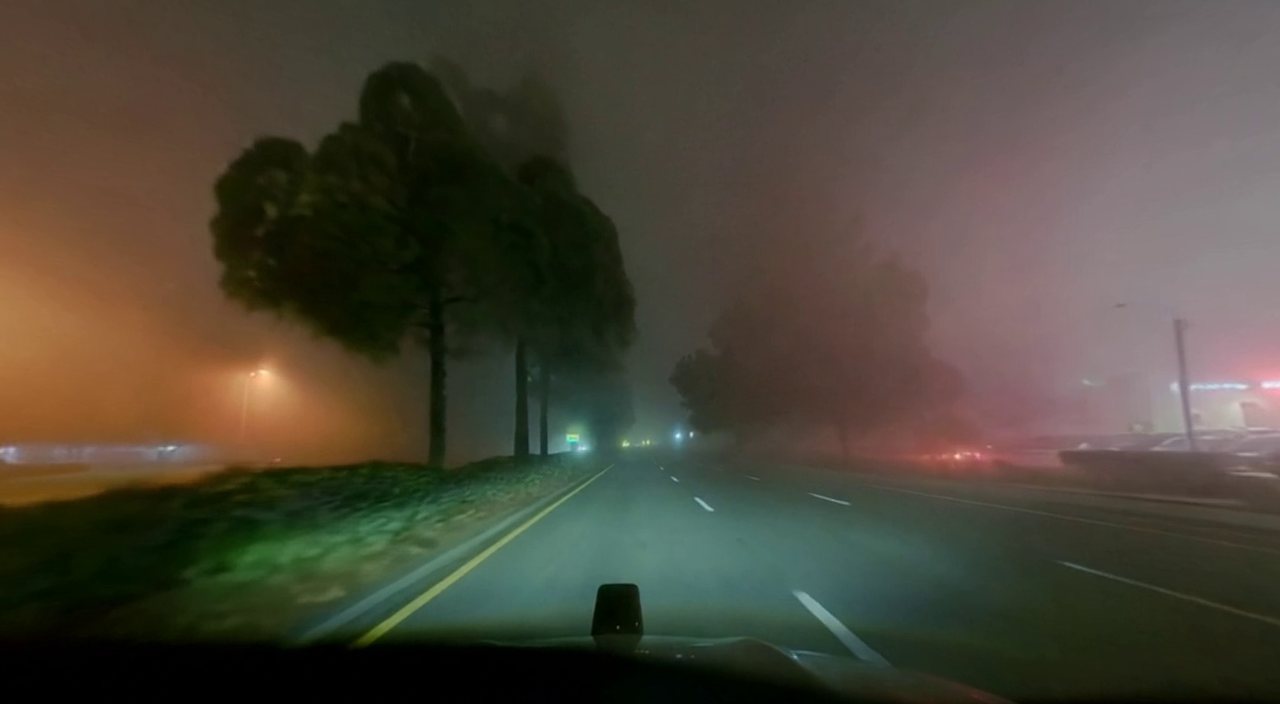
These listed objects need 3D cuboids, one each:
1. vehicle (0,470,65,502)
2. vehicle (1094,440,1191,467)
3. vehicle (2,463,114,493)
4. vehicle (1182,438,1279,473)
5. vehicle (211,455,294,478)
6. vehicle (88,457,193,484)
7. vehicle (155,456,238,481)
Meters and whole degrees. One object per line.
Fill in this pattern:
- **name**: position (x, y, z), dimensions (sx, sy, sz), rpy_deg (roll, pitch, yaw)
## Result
- **vehicle**: position (-29.293, 6.206, 29.323), dimensions (3.322, 1.358, 1.617), rpy_deg (1, -8, -2)
- **vehicle**: position (31.150, 6.306, 39.136), dimensions (4.211, 1.574, 1.973), rpy_deg (-1, -8, 5)
- **vehicle**: position (-29.428, 6.372, 31.908), dimensions (3.739, 1.432, 1.902), rpy_deg (0, -9, -1)
- **vehicle**: position (32.033, 5.514, 33.566), dimensions (4.301, 1.760, 2.057), rpy_deg (0, -8, -1)
- **vehicle**: position (-29.628, 8.755, 48.240), dimensions (4.739, 1.638, 2.515), rpy_deg (0, -9, -1)
- **vehicle**: position (-29.435, 6.987, 37.210), dimensions (4.350, 1.512, 2.145), rpy_deg (0, -9, -1)
- **vehicle**: position (-29.805, 7.825, 42.343), dimensions (4.154, 1.510, 1.847), rpy_deg (-1, -8, 1)
